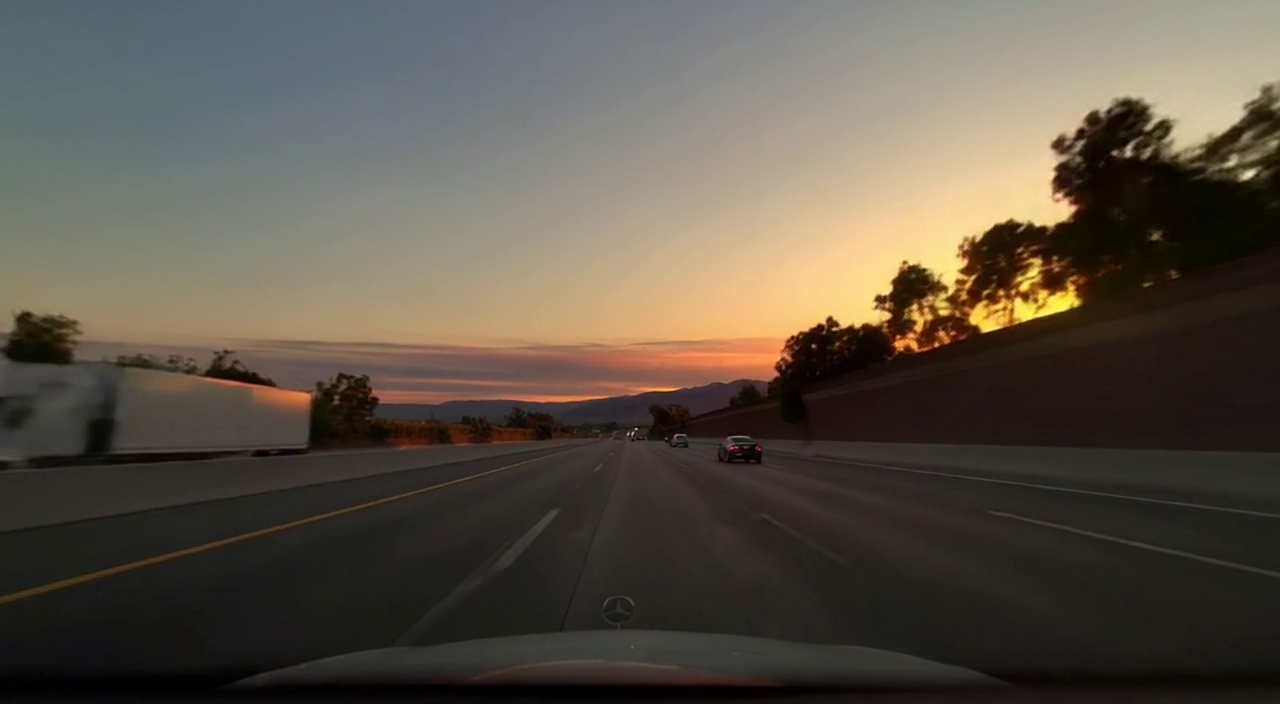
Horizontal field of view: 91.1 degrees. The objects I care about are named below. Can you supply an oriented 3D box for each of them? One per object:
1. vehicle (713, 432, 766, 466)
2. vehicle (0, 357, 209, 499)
[{"bbox_3d":[4.586,4.526,29.584,1.802,1.492,3.804,0,-8,-1],"label":"vehicle"},{"bbox_3d":[-18.122,2.446,20.354,3.380,3.797,6.784,1,-7,-1],"label":"vehicle"}]
